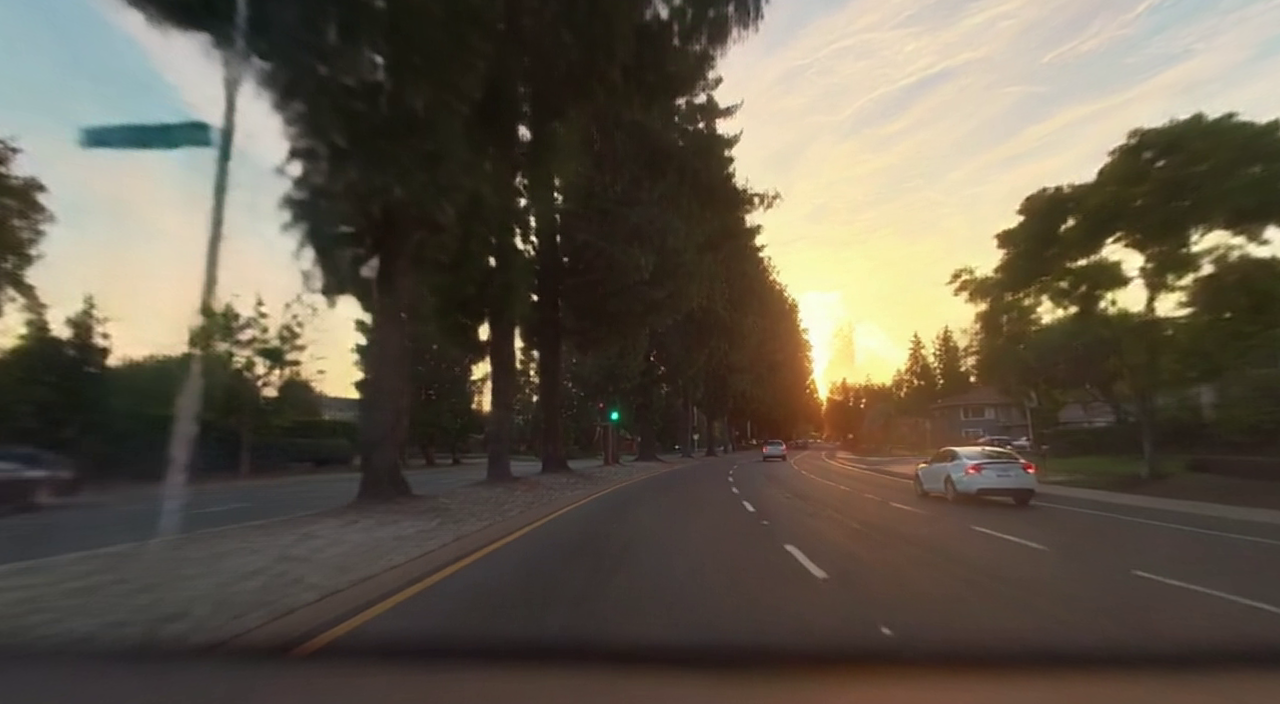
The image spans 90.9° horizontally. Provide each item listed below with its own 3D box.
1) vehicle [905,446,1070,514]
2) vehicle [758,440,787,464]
[{"bbox_3d":[8.441,3.101,15.852,1.855,1.444,4.389,-1,-8,4],"label":"vehicle"},{"bbox_3d":[10.093,7.609,48.025,1.991,1.684,4.127,-2,-9,11],"label":"vehicle"}]
